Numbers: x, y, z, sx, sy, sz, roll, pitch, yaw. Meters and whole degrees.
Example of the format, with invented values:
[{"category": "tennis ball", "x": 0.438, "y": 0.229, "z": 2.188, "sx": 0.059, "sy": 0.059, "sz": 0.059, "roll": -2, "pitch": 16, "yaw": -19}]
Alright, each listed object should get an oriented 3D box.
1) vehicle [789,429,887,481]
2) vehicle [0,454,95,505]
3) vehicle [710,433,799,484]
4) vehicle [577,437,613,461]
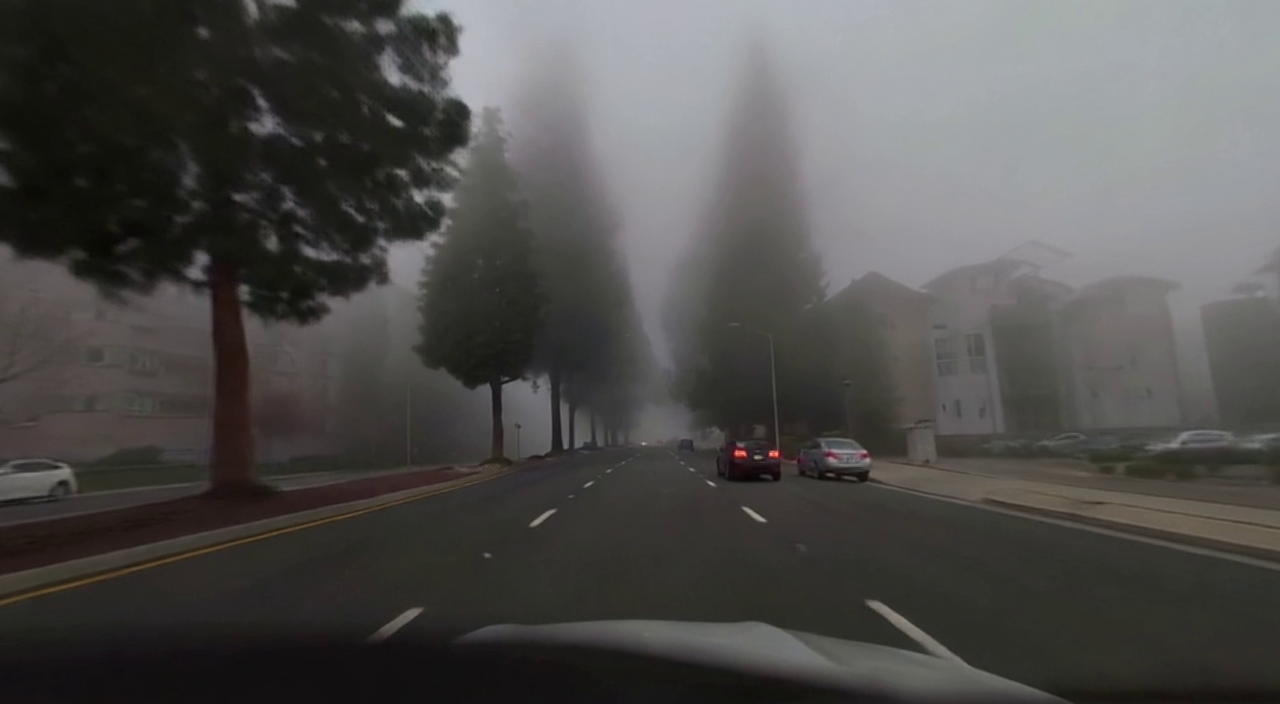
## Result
[{"category": "vehicle", "x": 7.210, "y": 3.801, "z": 23.558, "sx": 2.121, "sy": 1.727, "sz": 4.789, "roll": 0, "pitch": -8, "yaw": 0}, {"category": "vehicle", "x": -22.603, "y": 4.527, "z": 22.509, "sx": 1.883, "sy": 1.671, "sz": 4.779, "roll": 0, "pitch": -8, "yaw": 1}, {"category": "vehicle", "x": 3.679, "y": 3.531, "z": 21.153, "sx": 2.128, "sy": 1.502, "sz": 4.572, "roll": 0, "pitch": -8, "yaw": 0}, {"category": "vehicle", "x": -3.000, "y": 6.604, "z": 42.924, "sx": 2.049, "sy": 1.485, "sz": 4.656, "roll": 0, "pitch": -8, "yaw": 1}]
